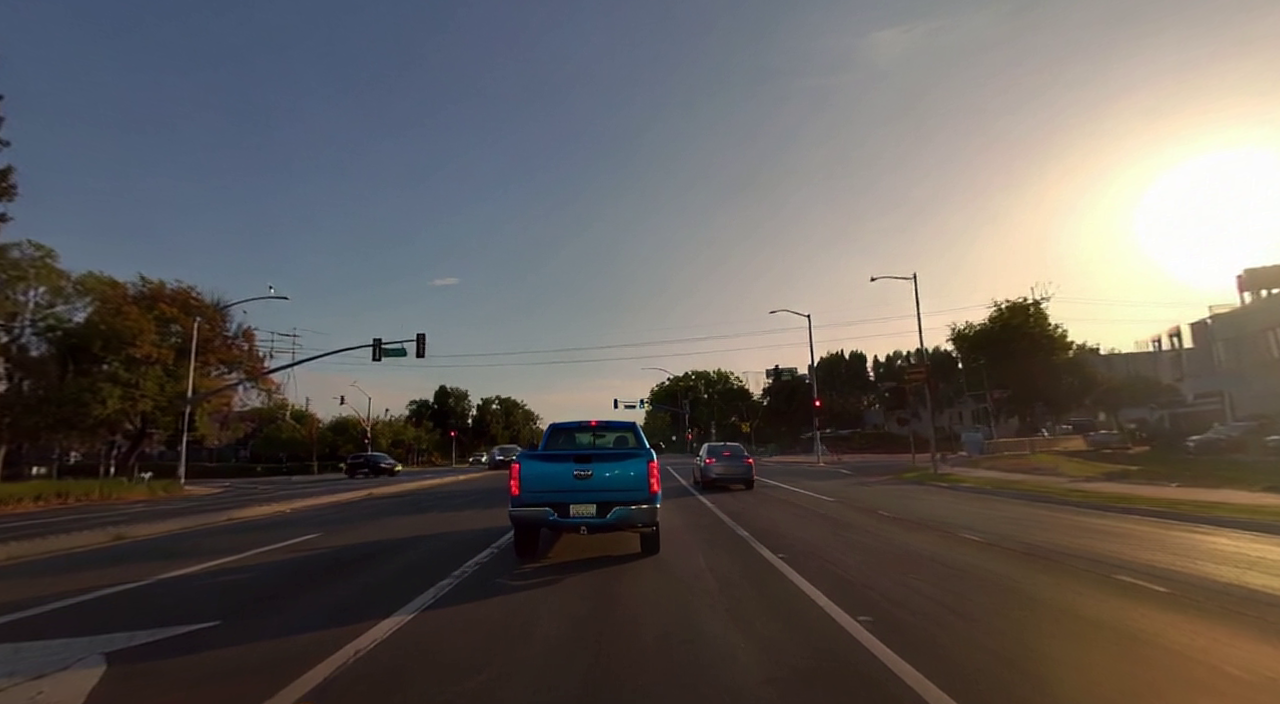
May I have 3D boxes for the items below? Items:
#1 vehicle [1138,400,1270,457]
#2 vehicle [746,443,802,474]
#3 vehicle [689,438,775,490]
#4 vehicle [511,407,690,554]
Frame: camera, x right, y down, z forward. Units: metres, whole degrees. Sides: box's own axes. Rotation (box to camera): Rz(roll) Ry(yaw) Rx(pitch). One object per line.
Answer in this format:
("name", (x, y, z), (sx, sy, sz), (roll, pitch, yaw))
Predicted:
("vehicle", (30.529, 4.227, 34.390), (2.892, 2.881, 4.178), (2, -9, -15))
("vehicle", (6.961, 5.543, 33.126), (1.995, 1.528, 3.887), (0, -8, -1))
("vehicle", (2.853, 3.604, 20.680), (2.073, 1.484, 4.437), (0, -8, -1))
("vehicle", (-0.470, 1.898, 10.041), (2.145, 1.762, 4.731), (0, -8, 0))
